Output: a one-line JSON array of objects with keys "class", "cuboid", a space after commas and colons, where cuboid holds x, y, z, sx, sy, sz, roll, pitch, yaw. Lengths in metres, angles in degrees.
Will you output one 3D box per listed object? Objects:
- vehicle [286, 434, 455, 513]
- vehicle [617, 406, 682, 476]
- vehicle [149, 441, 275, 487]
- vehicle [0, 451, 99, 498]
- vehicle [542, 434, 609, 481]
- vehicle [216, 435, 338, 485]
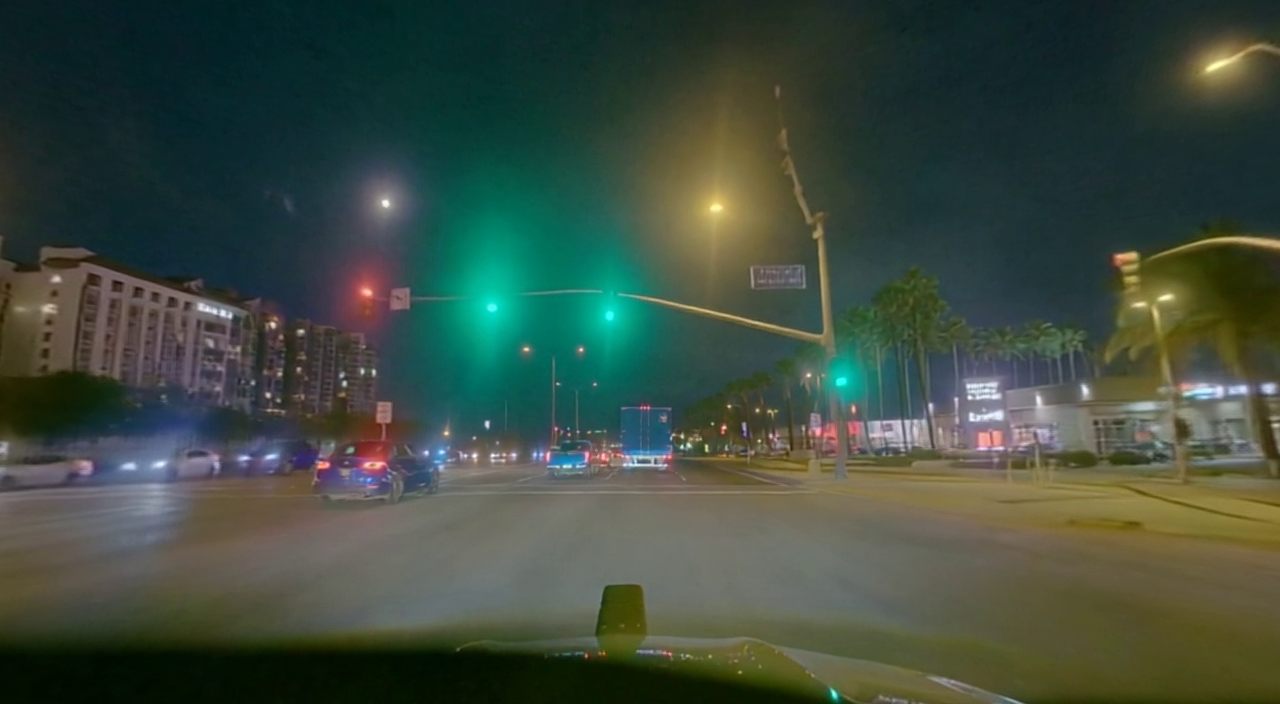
[{"class": "vehicle", "cuboid": [-6.351, 2.896, 15.547, 2.045, 1.630, 4.680, 0, -9, 1]}, {"class": "vehicle", "cuboid": [0.470, 4.633, 32.474, 2.993, 3.235, 6.692, 0, -9, 1]}, {"class": "vehicle", "cuboid": [-17.784, 4.647, 26.446, 2.004, 1.733, 4.599, 0, -9, 0]}, {"class": "vehicle", "cuboid": [-21.406, 4.135, 21.404, 1.876, 1.479, 4.443, 0, -9, 1]}, {"class": "vehicle", "cuboid": [-2.645, 4.487, 26.988, 2.178, 1.826, 4.933, 0, -9, 2]}, {"class": "vehicle", "cuboid": [-14.630, 4.460, 25.723, 2.040, 1.745, 4.899, -3, -11, 1]}]
